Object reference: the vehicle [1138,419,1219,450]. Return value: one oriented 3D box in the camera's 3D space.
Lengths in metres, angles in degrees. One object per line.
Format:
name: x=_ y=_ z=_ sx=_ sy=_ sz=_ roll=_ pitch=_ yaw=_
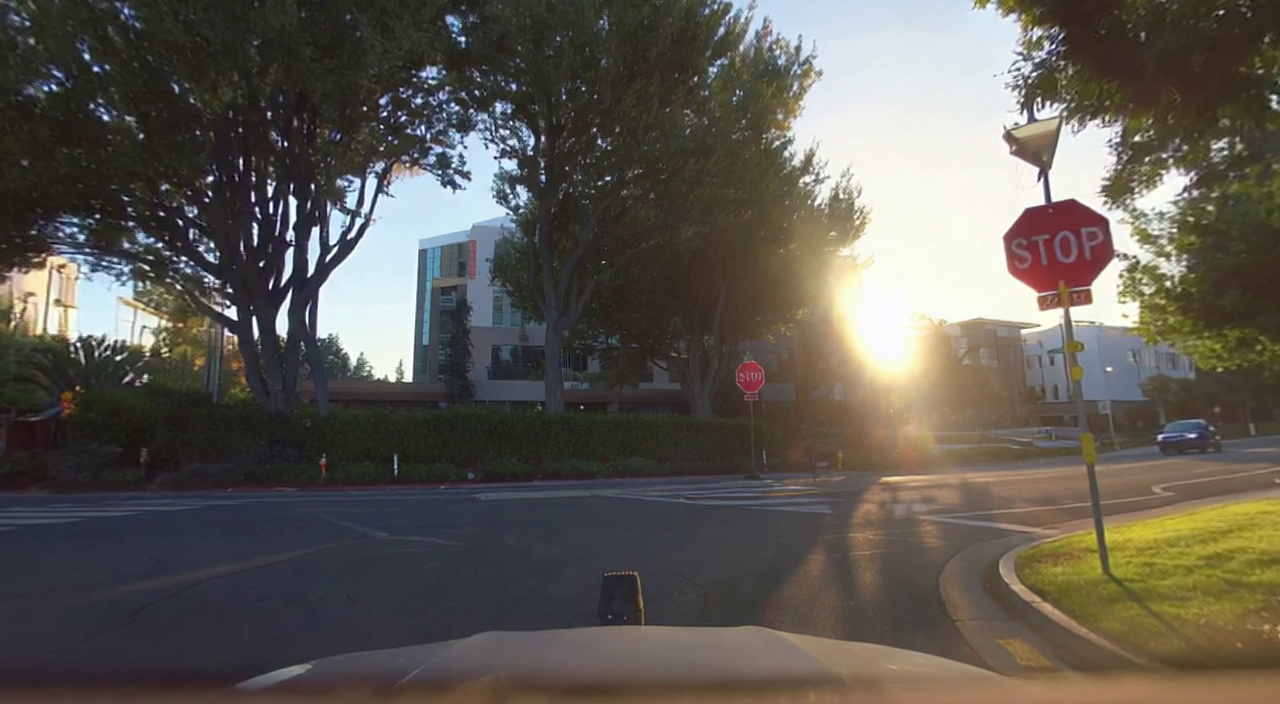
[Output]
vehicle: x=27.743 y=4.291 z=32.411 sx=4.473 sy=1.474 sz=2.108 roll=6 pitch=-10 yaw=-37
